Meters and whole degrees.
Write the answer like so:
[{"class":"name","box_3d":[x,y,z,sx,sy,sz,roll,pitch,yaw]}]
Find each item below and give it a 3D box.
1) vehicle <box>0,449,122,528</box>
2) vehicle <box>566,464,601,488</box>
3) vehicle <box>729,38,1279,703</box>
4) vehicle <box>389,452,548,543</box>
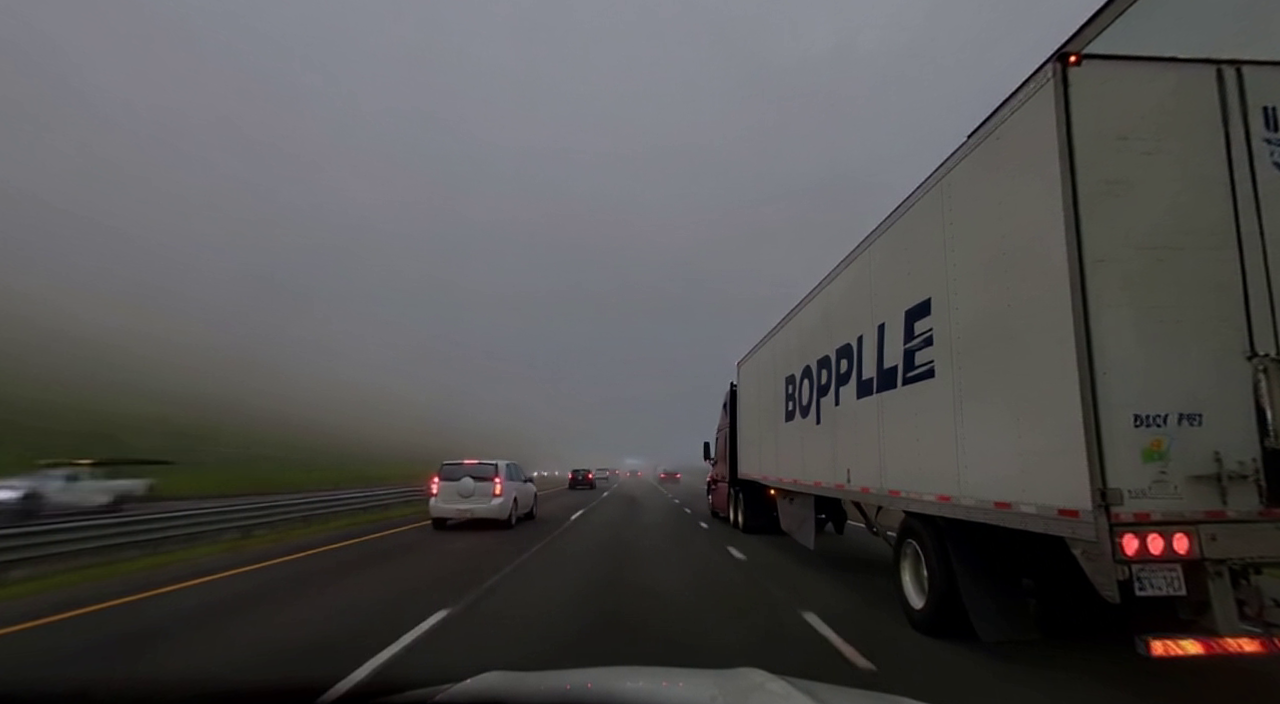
[{"class":"vehicle","box_3d":[-15.867,3.344,15.610,2.034,1.807,4.614,1,-11,0]},{"class":"vehicle","box_3d":[-4.049,9.052,46.106,2.088,1.566,4.853,1,-11,0]},{"class":"vehicle","box_3d":[4.007,1.302,10.564,2.839,4.062,14.051,1,-11,-1]},{"class":"vehicle","box_3d":[-3.277,2.912,13.055,2.021,1.505,4.286,1,-11,1]}]
